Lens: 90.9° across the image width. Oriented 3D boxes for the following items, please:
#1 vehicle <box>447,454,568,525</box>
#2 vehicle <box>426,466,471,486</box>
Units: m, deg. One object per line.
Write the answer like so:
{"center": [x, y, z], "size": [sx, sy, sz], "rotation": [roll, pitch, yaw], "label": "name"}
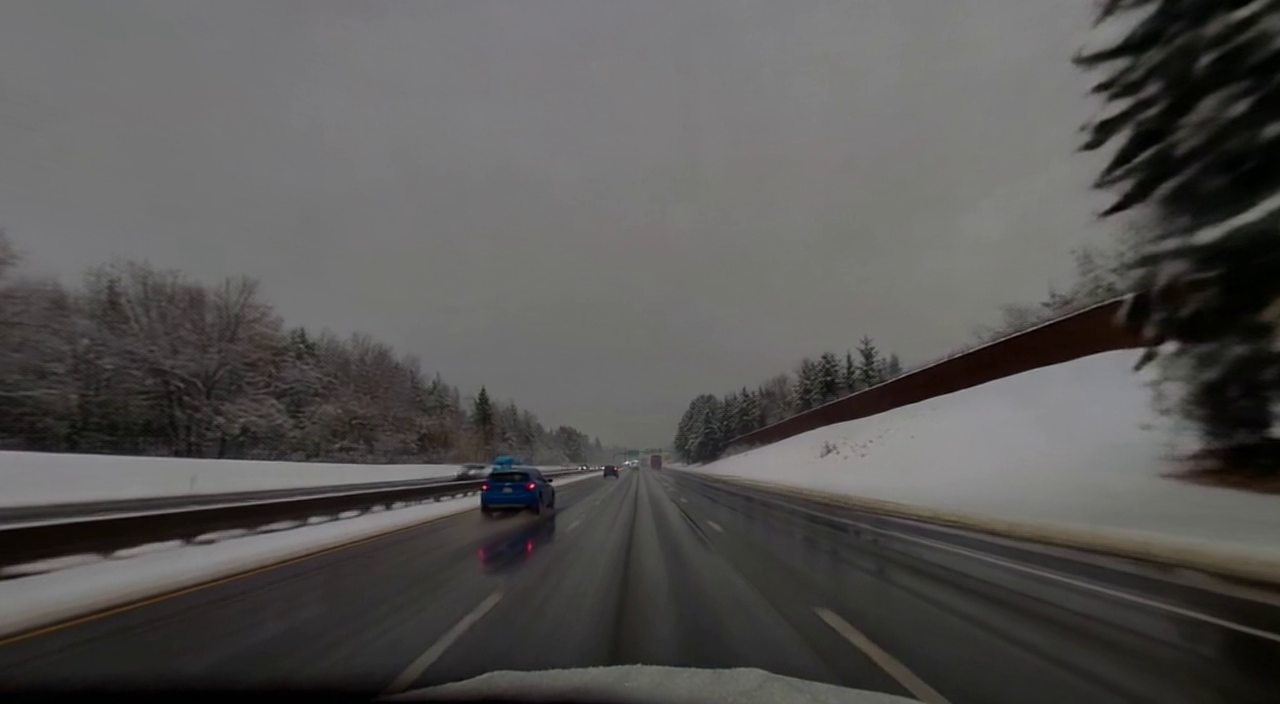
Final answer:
{"center": [-3.126, 3.406, 15.969], "size": [2.045, 1.487, 4.582], "rotation": [1, -10, 0], "label": "vehicle"}
{"center": [-13.945, 9.077, 46.152], "size": [1.848, 1.321, 4.499], "rotation": [1, -10, 1], "label": "vehicle"}
